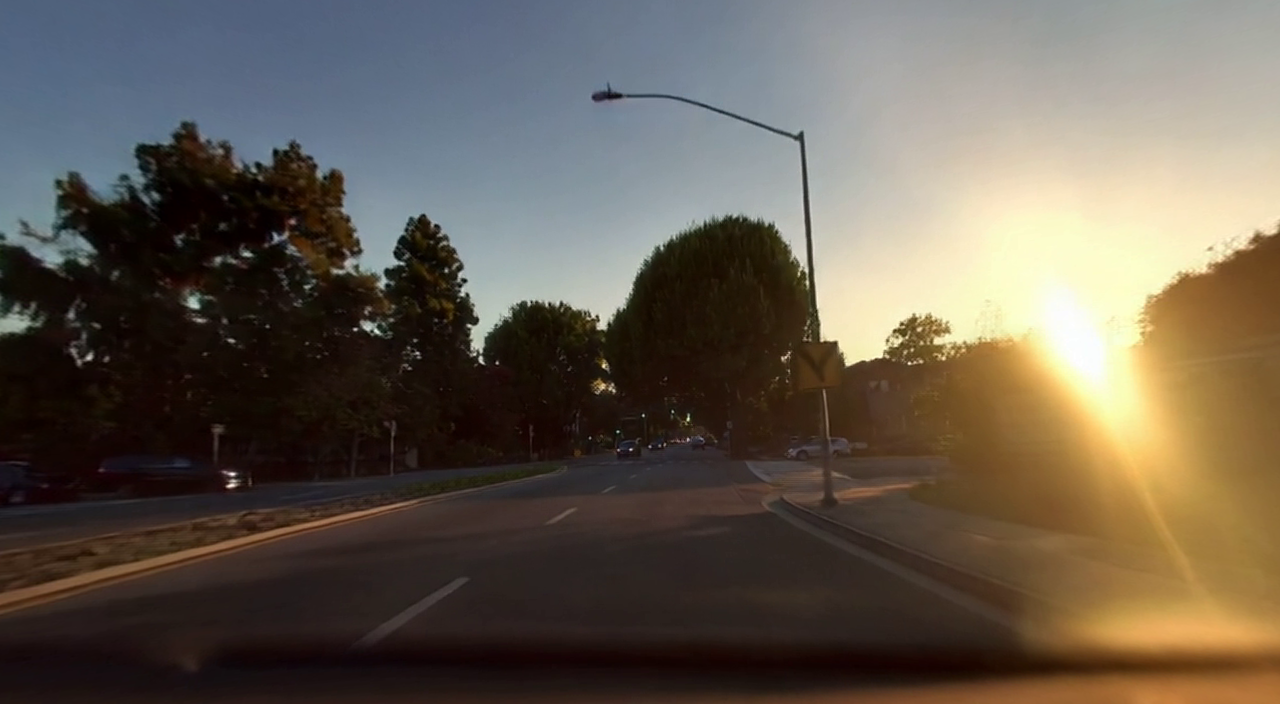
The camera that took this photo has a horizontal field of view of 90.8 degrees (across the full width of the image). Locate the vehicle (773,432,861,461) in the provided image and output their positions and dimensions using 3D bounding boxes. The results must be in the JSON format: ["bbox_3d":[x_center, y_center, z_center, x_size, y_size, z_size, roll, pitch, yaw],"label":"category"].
[{"bbox_3d":[10.935,5.830,38.990,4.906,1.729,2.414,-4,-9,23],"label":"vehicle"}]

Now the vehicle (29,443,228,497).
[{"bbox_3d":[-21.272,4.901,26.607,5.938,2.098,2.333,2,-9,-12],"label":"vehicle"}]
